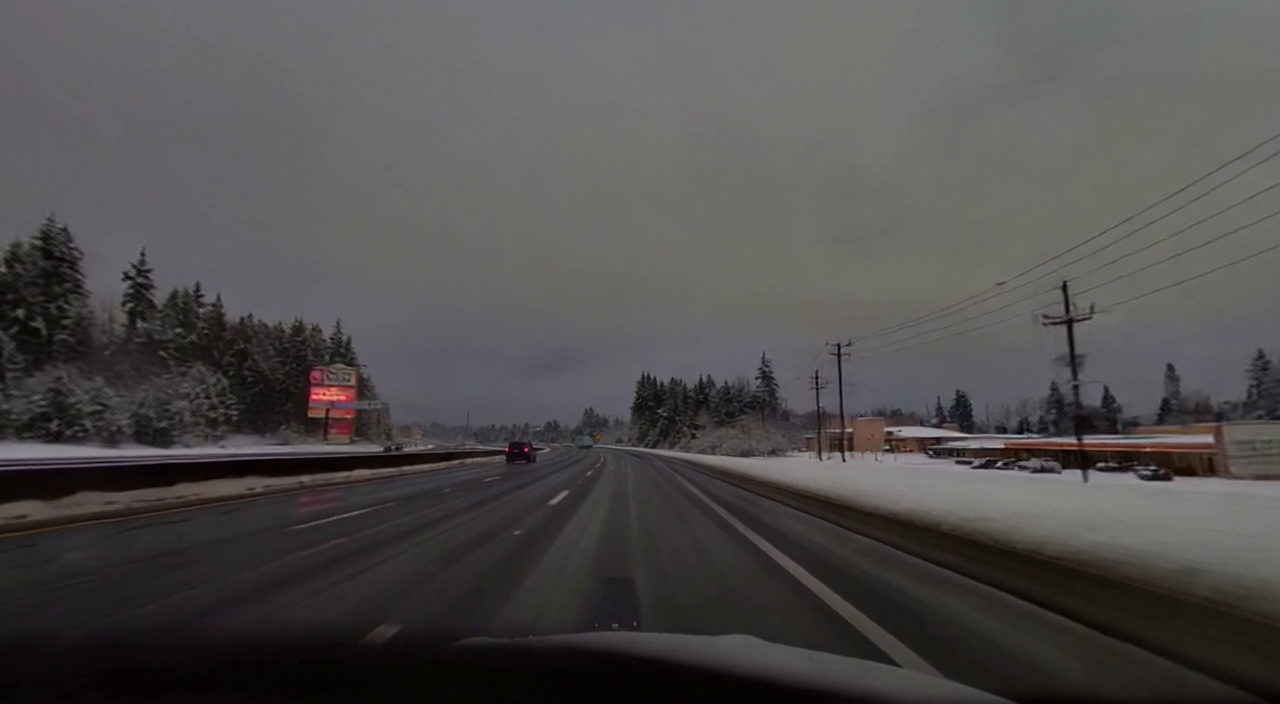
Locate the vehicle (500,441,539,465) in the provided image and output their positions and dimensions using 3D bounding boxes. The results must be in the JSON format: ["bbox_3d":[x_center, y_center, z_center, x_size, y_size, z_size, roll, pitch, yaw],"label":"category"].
[{"bbox_3d":[-8.702,7.313,45.898,2.053,1.682,4.423,0,-8,-1],"label":"vehicle"}]
